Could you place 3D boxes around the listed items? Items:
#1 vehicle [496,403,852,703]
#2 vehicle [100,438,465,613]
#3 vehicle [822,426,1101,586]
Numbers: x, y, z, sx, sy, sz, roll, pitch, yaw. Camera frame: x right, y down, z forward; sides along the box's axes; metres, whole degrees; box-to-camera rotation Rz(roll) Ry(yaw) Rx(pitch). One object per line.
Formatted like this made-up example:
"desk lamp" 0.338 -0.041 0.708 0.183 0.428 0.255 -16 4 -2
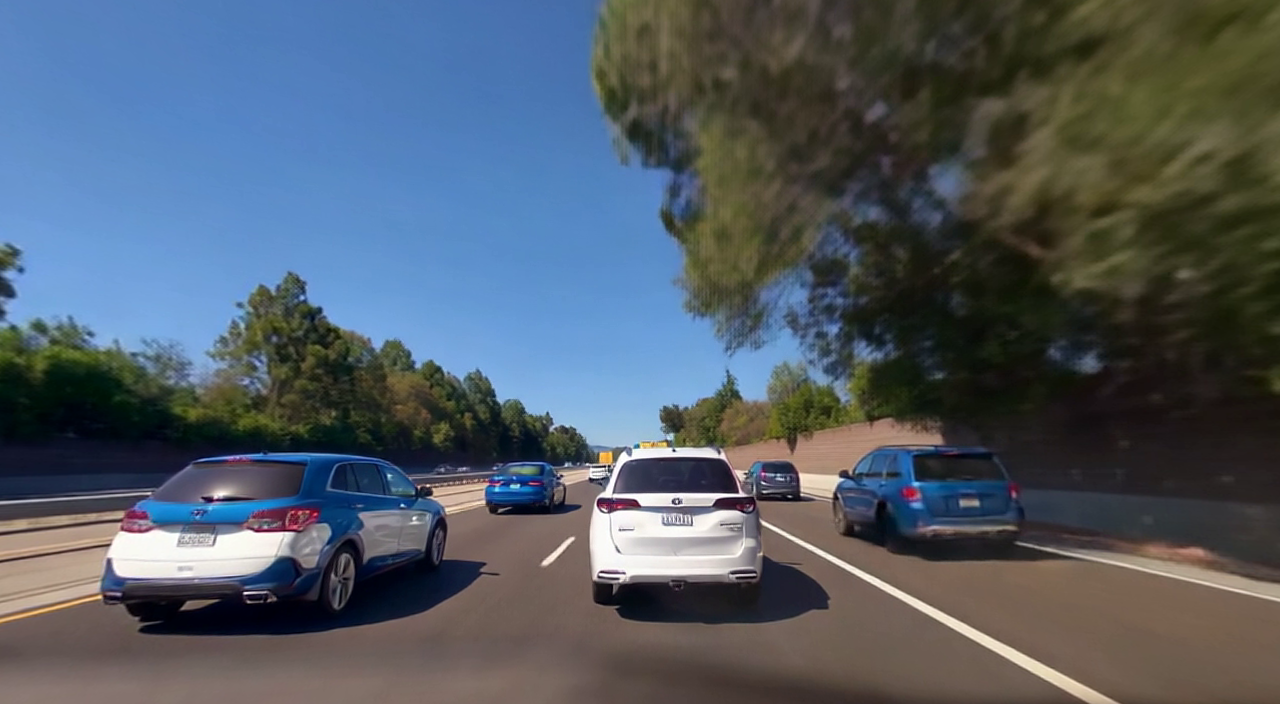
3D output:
"vehicle" 0.193 1.560 5.825 2.057 1.725 4.126 1 -11 0
"vehicle" -3.881 1.985 7.964 1.994 1.556 4.263 0 -11 1
"vehicle" 4.502 2.253 9.799 1.984 1.876 4.287 1 -11 -1
